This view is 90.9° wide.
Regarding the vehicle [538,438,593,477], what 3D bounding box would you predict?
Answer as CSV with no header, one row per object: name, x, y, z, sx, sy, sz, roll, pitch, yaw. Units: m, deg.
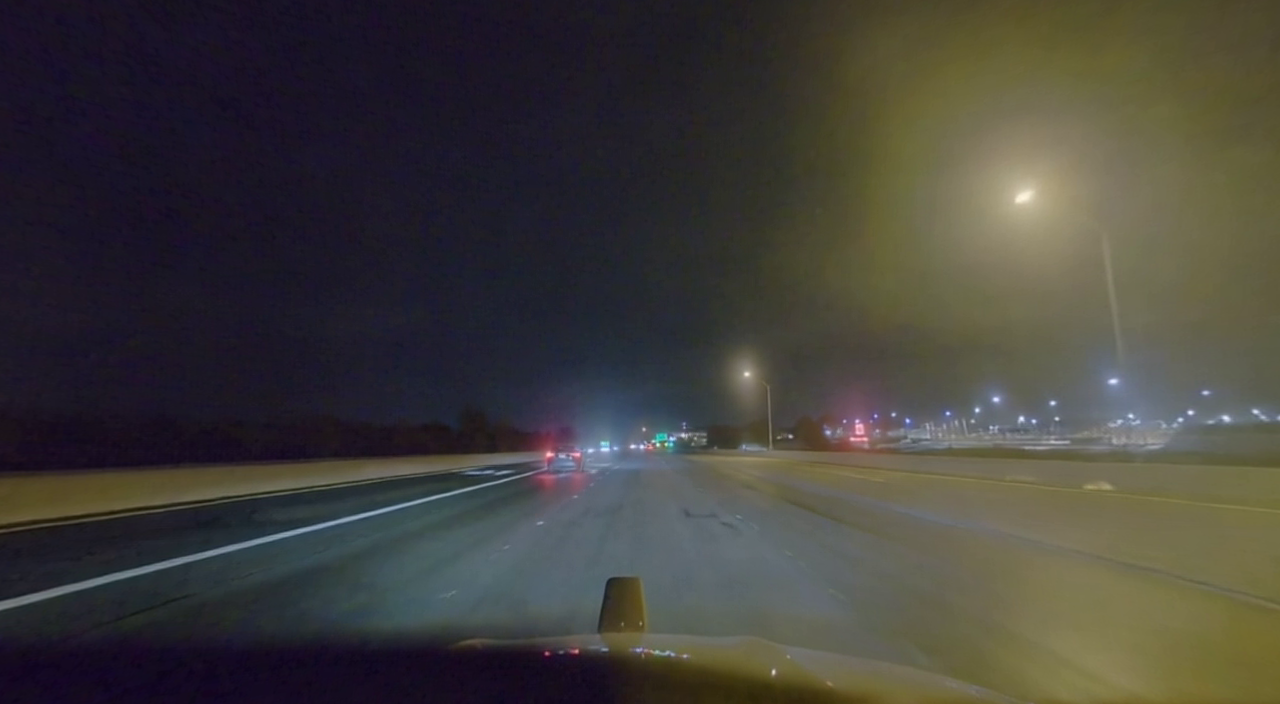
vehicle,-3.513,5.070,30.522,2.072,1.706,4.359,0,-8,1
